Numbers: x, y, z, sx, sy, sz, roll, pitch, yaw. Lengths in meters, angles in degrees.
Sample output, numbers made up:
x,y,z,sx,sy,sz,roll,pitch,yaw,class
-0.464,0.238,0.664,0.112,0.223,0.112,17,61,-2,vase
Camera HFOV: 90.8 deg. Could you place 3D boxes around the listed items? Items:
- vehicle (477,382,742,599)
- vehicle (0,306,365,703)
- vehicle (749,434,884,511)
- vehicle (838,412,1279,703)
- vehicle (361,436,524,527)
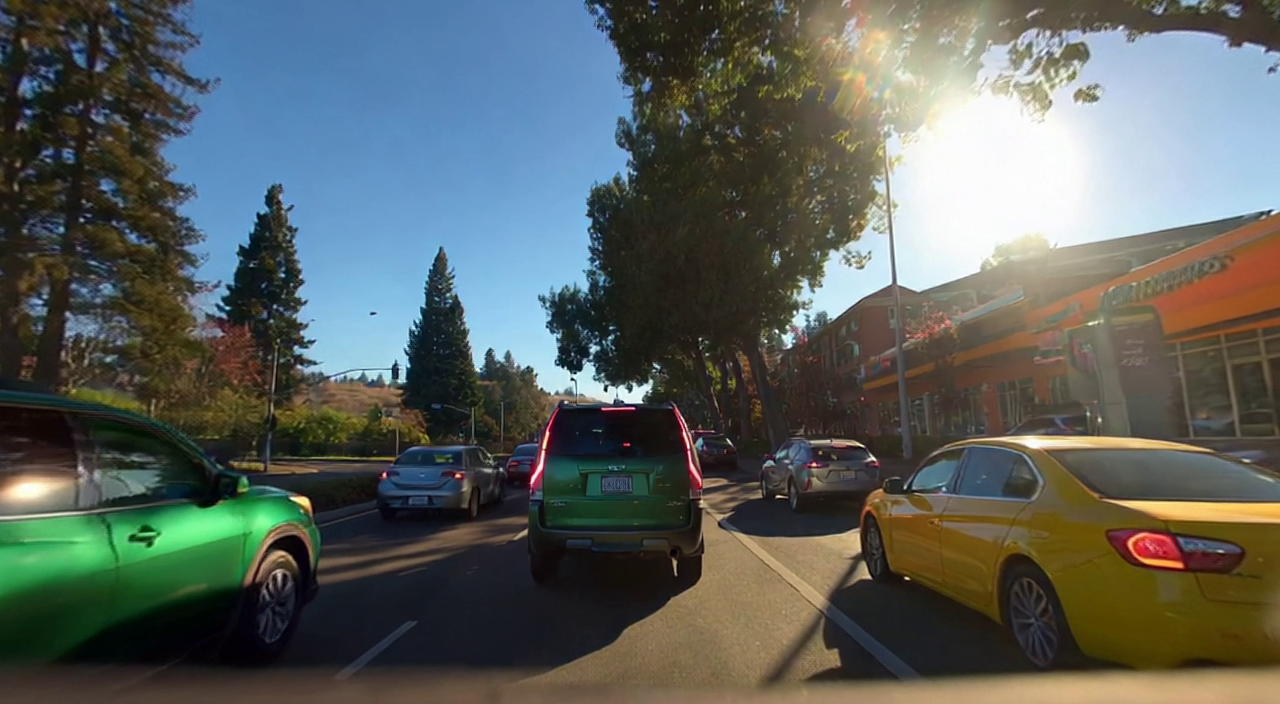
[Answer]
x,y,z,sx,sy,sz,roll,pitch,yaw,class
-0.300,1.486,7.541,2.238,1.825,4.190,0,-9,-1,vehicle
-3.607,0.898,3.391,2.231,1.853,4.461,0,-9,0,vehicle
3.928,2.748,14.901,1.875,1.521,4.192,0,-9,-1,vehicle
3.371,1.371,5.341,1.900,1.477,4.352,0,-9,-1,vehicle
-3.602,2.425,12.421,1.849,1.451,4.218,0,-9,0,vehicle
